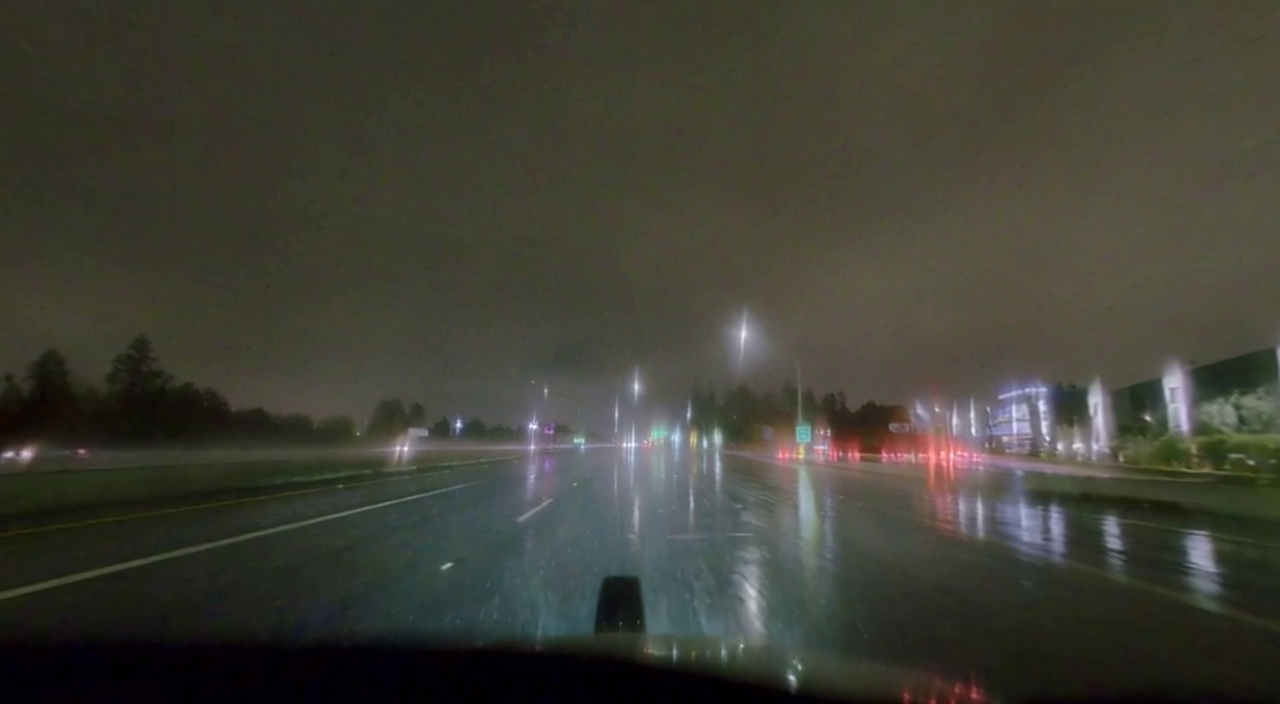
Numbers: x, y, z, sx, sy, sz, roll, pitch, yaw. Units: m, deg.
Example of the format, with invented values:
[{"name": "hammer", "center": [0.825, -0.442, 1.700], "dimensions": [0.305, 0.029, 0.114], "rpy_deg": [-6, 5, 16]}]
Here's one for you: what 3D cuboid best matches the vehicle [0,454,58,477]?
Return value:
[{"name": "vehicle", "center": [-47.121, 8.536, 47.627], "dimensions": [1.857, 1.578, 4.591], "rpy_deg": [0, -9, -1]}]
